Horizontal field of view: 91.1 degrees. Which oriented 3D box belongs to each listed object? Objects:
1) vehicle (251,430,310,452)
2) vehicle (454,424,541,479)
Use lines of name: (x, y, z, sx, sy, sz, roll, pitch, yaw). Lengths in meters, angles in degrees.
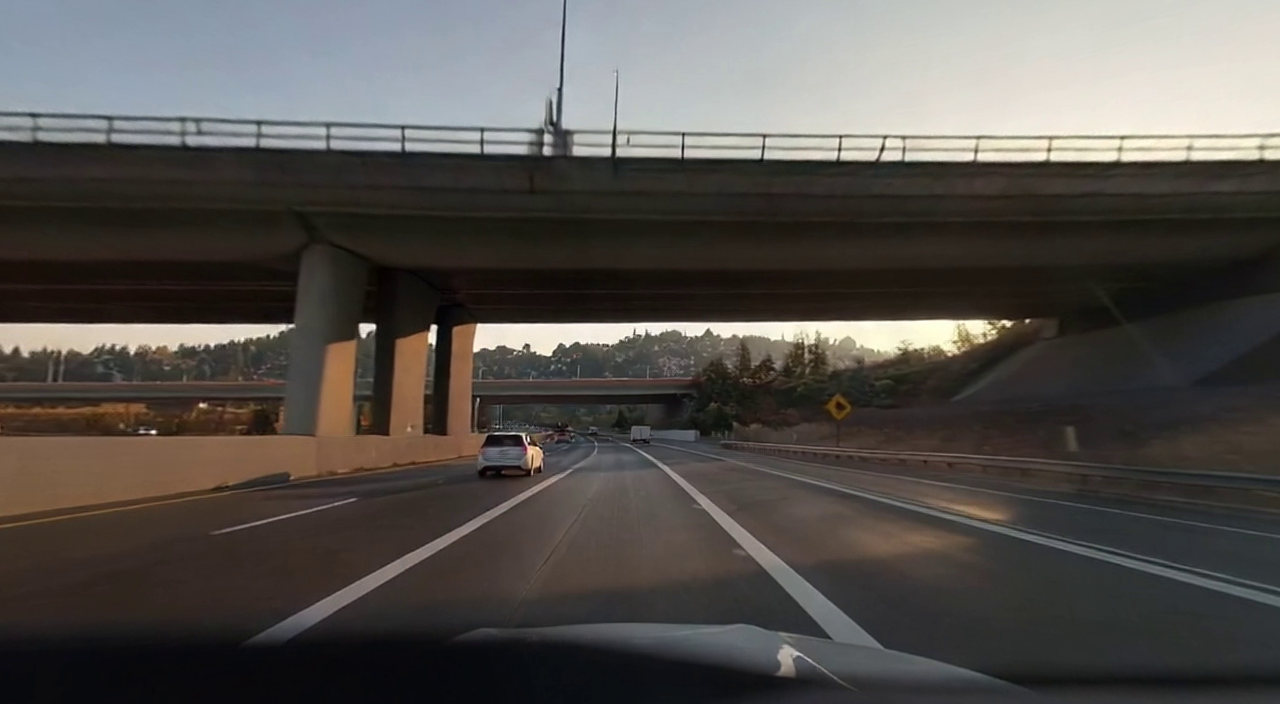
vehicle: (-24.713, 6.123, 43.367, 1.782, 1.475, 4.029, 0, -8, -1)
vehicle: (-4.365, 3.109, 19.914, 1.878, 1.548, 3.966, 0, -8, -1)
